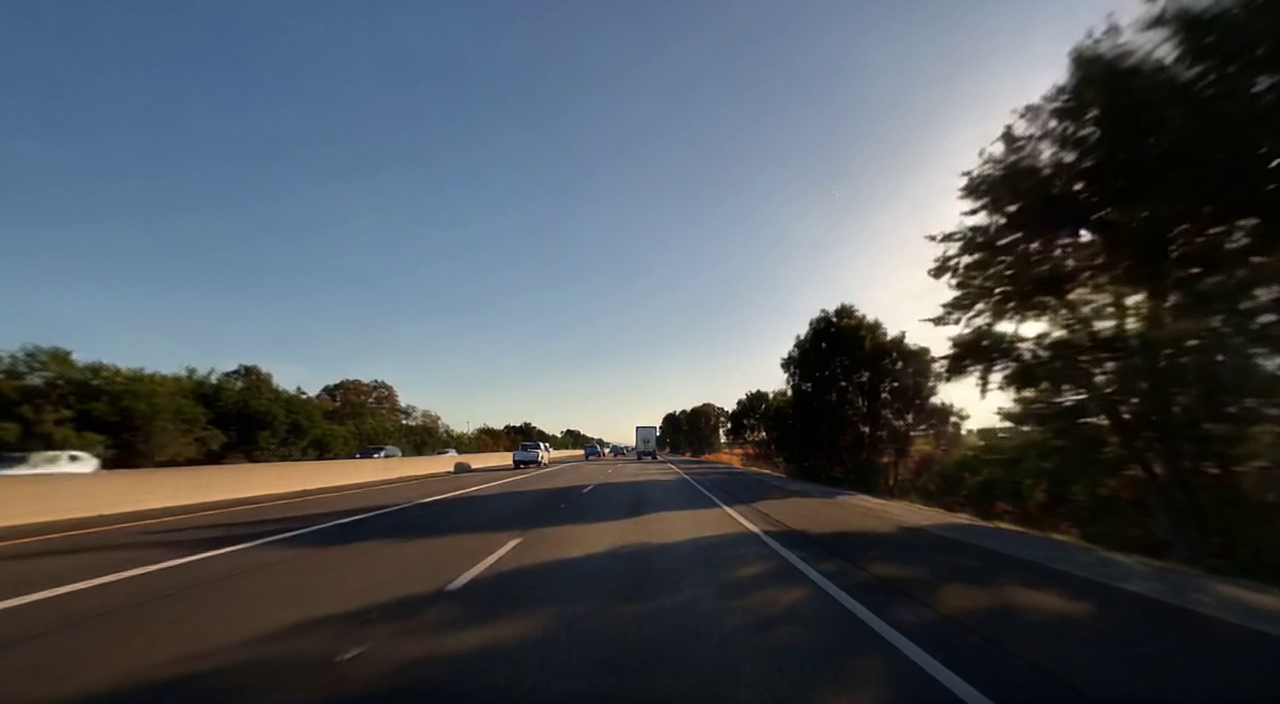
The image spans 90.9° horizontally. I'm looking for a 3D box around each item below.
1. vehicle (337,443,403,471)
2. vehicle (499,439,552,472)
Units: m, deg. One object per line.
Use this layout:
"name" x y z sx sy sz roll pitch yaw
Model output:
"vehicle" -20.254 7.873 47.656 2.240 1.947 6.057 -1 -8 1
"vehicle" -6.899 6.300 38.605 2.193 1.866 4.807 0 -8 2
